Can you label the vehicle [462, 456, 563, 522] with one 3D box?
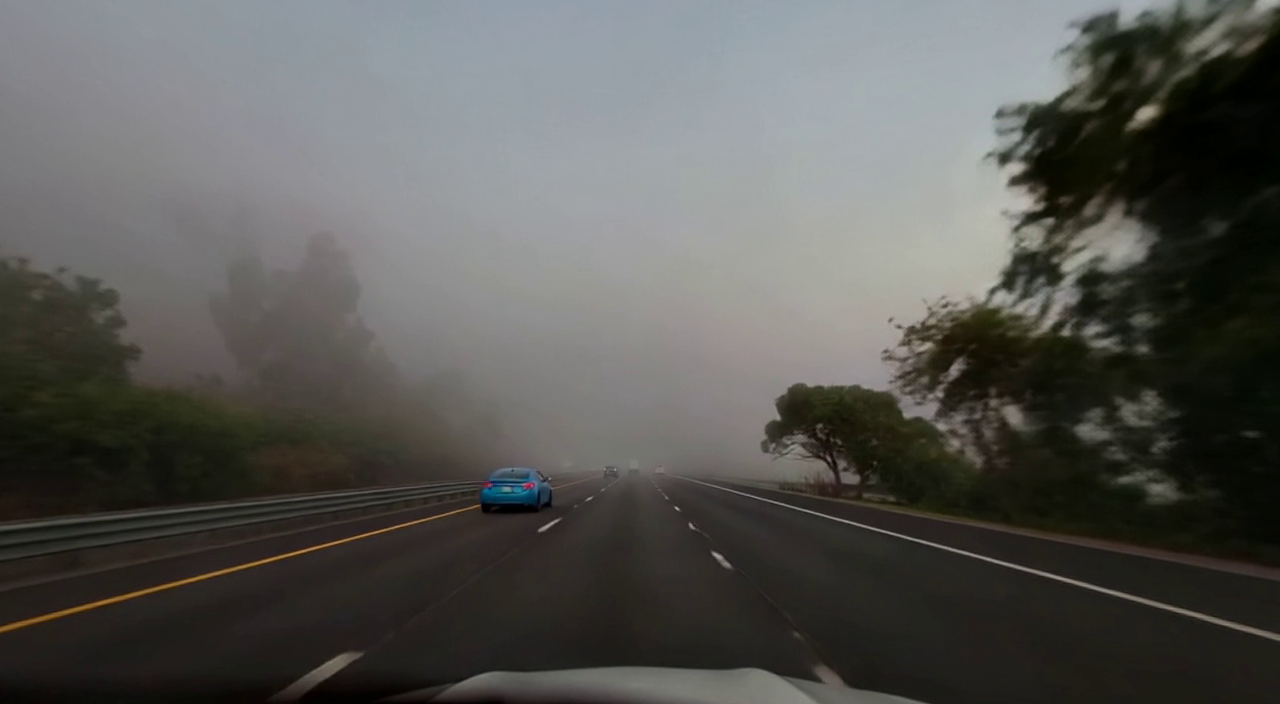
[{"bbox_3d":[-3.295,3.648,17.105,1.797,1.532,4.072,0,-10,1],"label":"vehicle"}]
